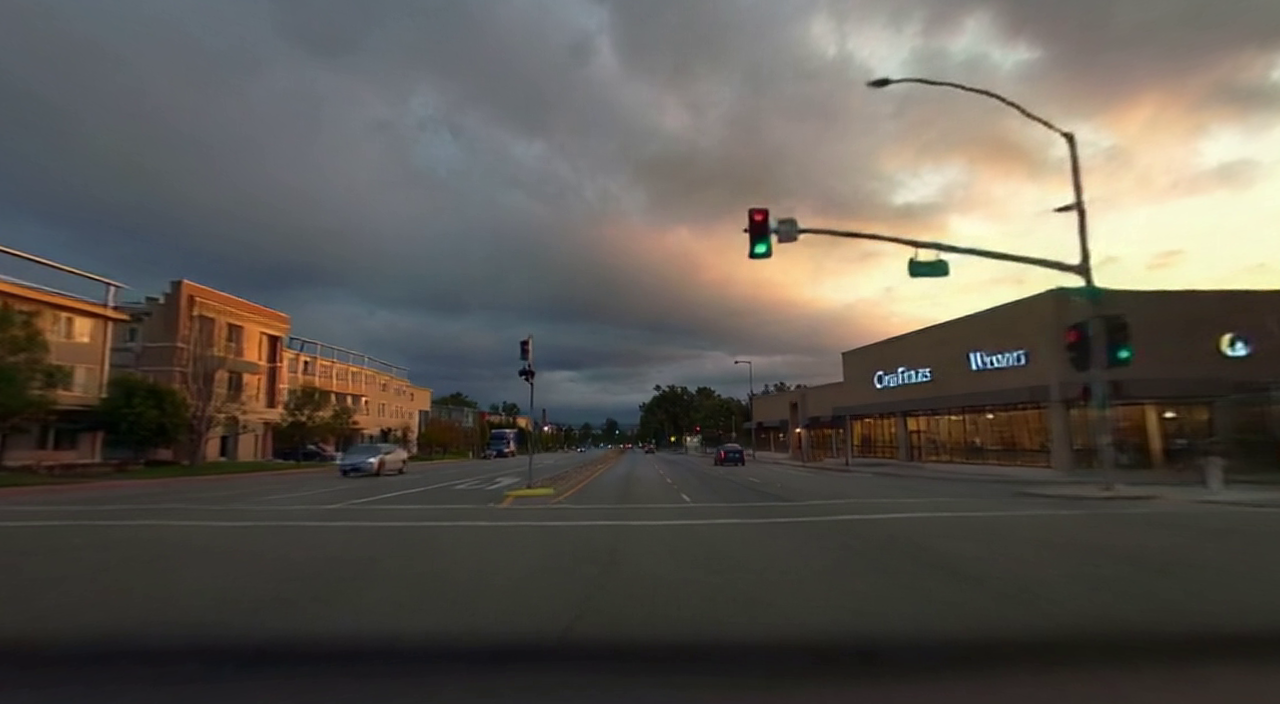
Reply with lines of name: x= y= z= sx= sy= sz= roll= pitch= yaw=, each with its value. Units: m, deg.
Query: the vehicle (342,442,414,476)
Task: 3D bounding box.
vehicle: x=-15.174 y=6.219 z=36.920 sx=2.036 sy=1.787 sz=4.985 roll=0 pitch=-9 yaw=0

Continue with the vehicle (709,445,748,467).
vehicle: x=6.134 y=7.244 z=44.091 sx=1.916 sy=1.437 sz=4.327 roll=0 pitch=-9 yaw=-3
